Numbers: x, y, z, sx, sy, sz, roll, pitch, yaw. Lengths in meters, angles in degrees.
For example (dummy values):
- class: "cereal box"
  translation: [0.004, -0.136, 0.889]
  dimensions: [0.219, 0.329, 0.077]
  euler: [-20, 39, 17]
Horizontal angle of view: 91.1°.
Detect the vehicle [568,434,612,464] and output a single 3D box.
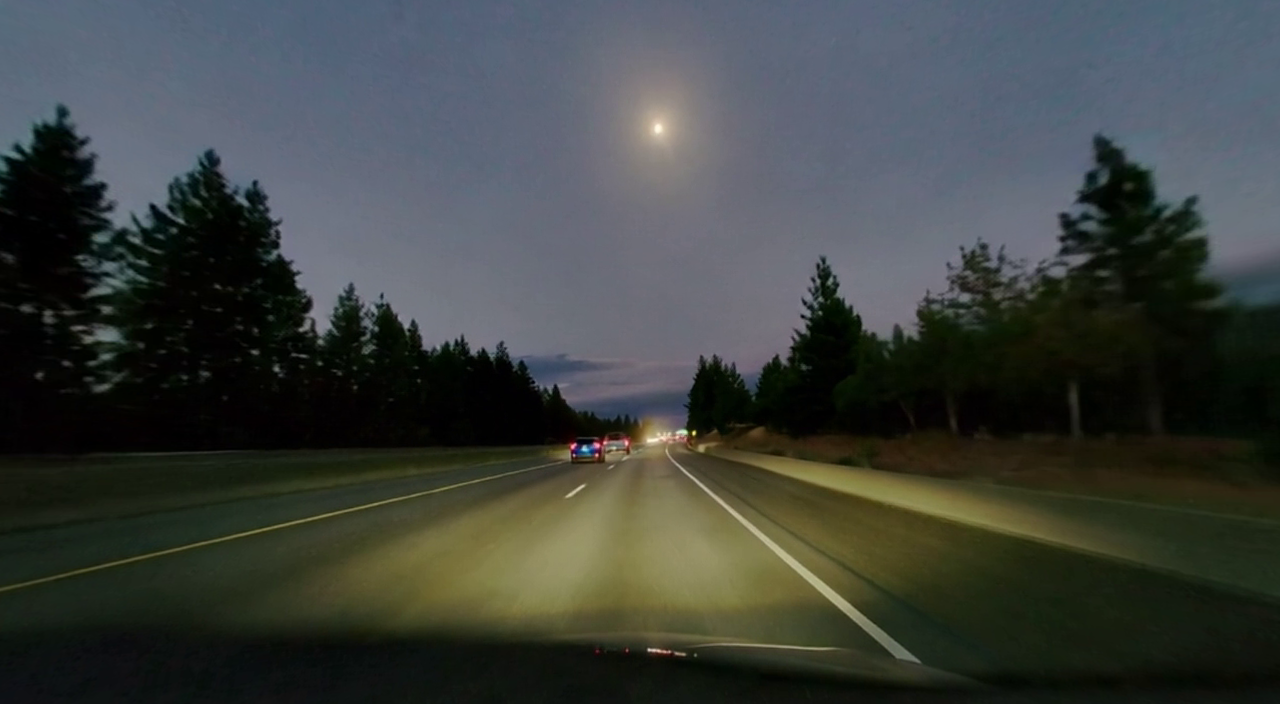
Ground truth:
- class: "vehicle"
  translation: [-2.857, 5.682, 36.798]
  dimensions: [2.053, 1.589, 4.671]
  euler: [-1, -9, 2]
